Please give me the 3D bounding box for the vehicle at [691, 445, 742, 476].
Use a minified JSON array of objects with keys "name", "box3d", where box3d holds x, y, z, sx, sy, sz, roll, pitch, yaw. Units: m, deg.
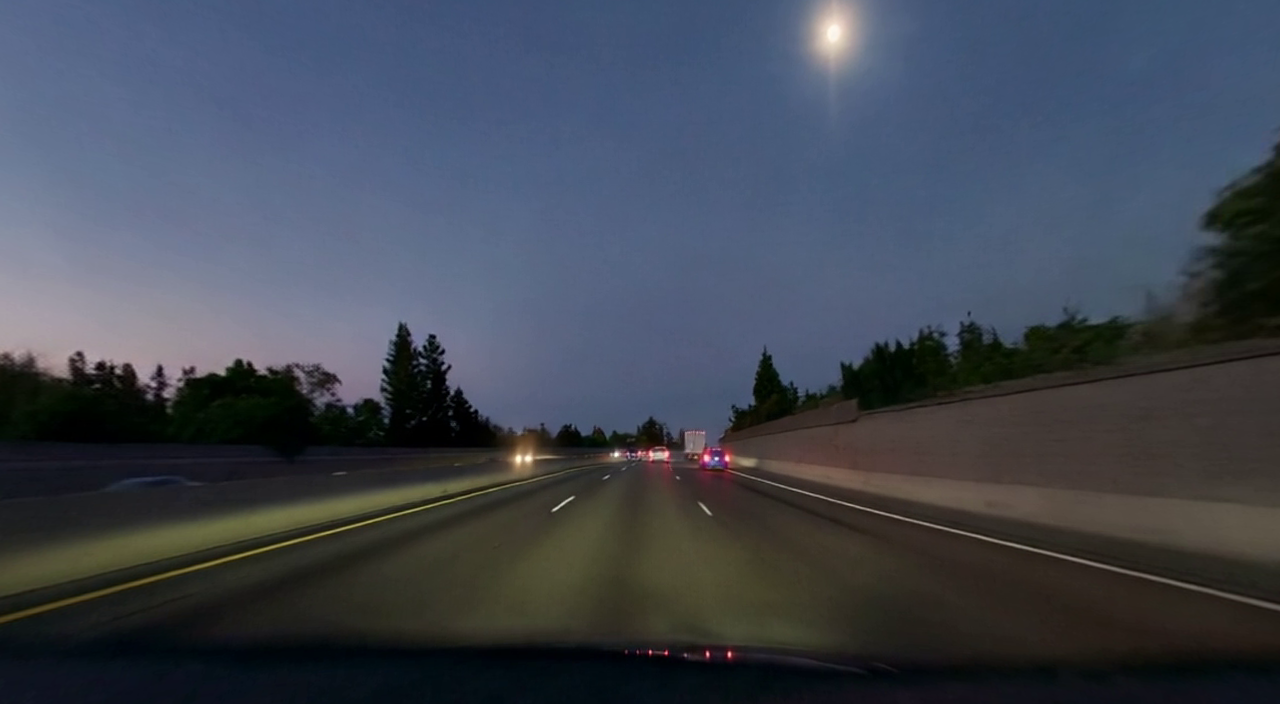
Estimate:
[{"name":"vehicle","box3d":[4.037,5.816,33.888,2.175,1.574,3.943,0,-9,0]}]
